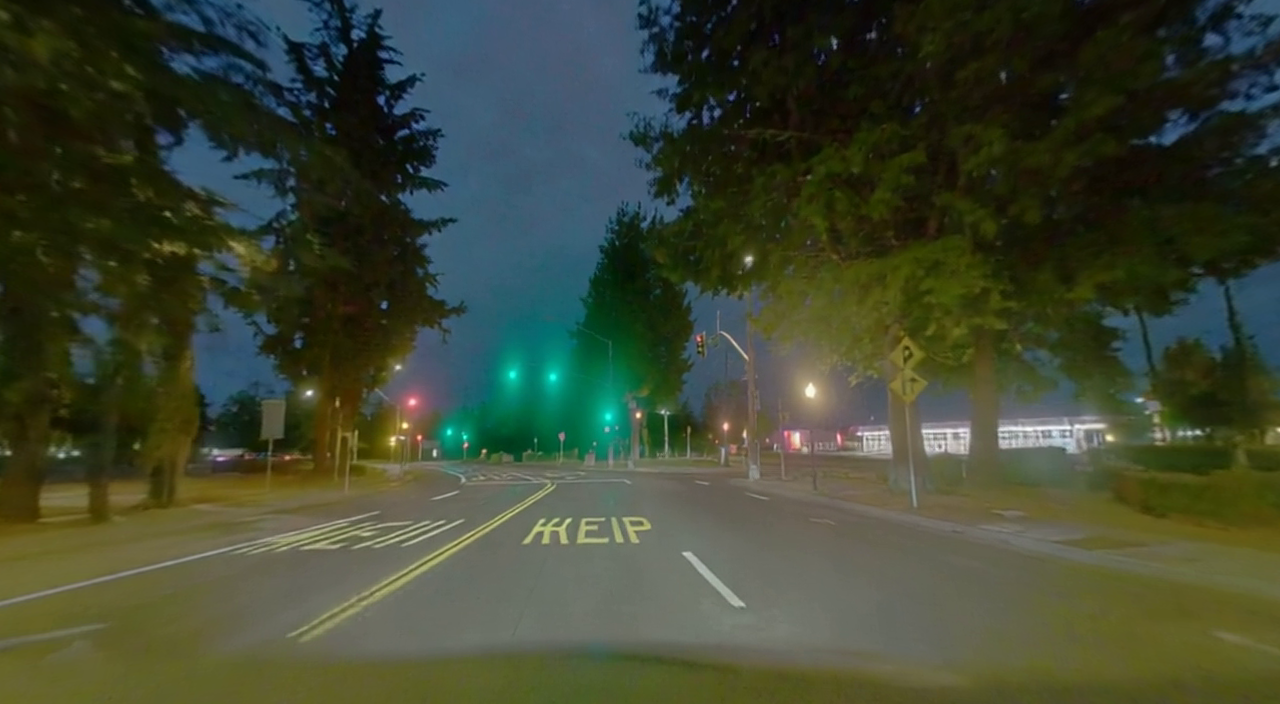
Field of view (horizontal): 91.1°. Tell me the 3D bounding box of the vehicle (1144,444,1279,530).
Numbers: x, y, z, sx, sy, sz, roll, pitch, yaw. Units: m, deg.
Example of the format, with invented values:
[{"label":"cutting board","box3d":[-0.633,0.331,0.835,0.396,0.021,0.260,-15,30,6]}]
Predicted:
[{"label":"vehicle","box3d":[12.433,2.426,11.453,4.484,1.443,2.094,-1,-10,9]}]
